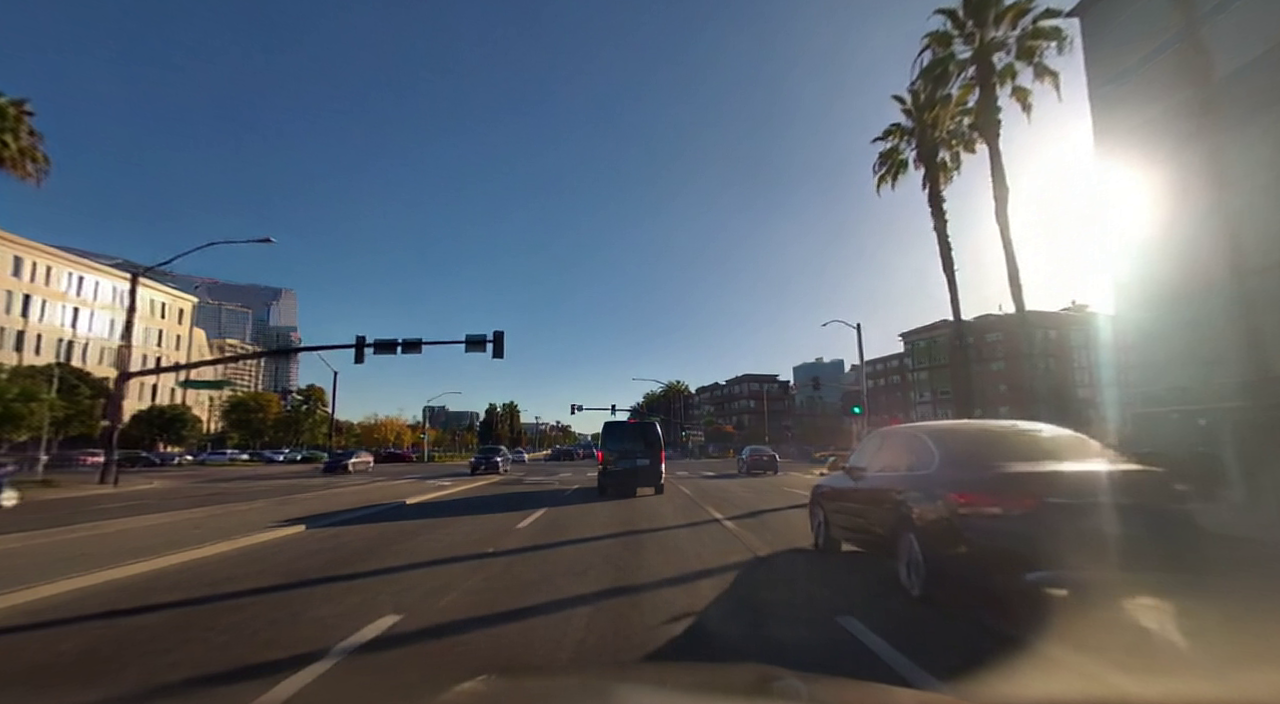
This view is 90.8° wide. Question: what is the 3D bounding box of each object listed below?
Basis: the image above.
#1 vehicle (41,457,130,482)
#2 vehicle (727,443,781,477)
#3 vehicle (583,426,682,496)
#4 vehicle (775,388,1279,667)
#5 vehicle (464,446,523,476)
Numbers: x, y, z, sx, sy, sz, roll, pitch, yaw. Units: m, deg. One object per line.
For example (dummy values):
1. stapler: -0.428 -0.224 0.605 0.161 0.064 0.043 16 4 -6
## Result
1. vehicle: -41.142 8.701 46.941 4.485 1.732 2.120 0 -9 -1
2. vehicle: 6.067 5.796 34.197 1.931 1.692 4.267 0 -9 -3
3. vehicle: -0.326 3.589 21.245 2.848 1.991 5.706 0 -9 -2
4. vehicle: 3.225 1.463 6.495 2.462 1.736 4.899 0 -9 -2
5. vehicle: -8.637 6.330 36.976 2.109 1.653 4.681 4 -10 -28
